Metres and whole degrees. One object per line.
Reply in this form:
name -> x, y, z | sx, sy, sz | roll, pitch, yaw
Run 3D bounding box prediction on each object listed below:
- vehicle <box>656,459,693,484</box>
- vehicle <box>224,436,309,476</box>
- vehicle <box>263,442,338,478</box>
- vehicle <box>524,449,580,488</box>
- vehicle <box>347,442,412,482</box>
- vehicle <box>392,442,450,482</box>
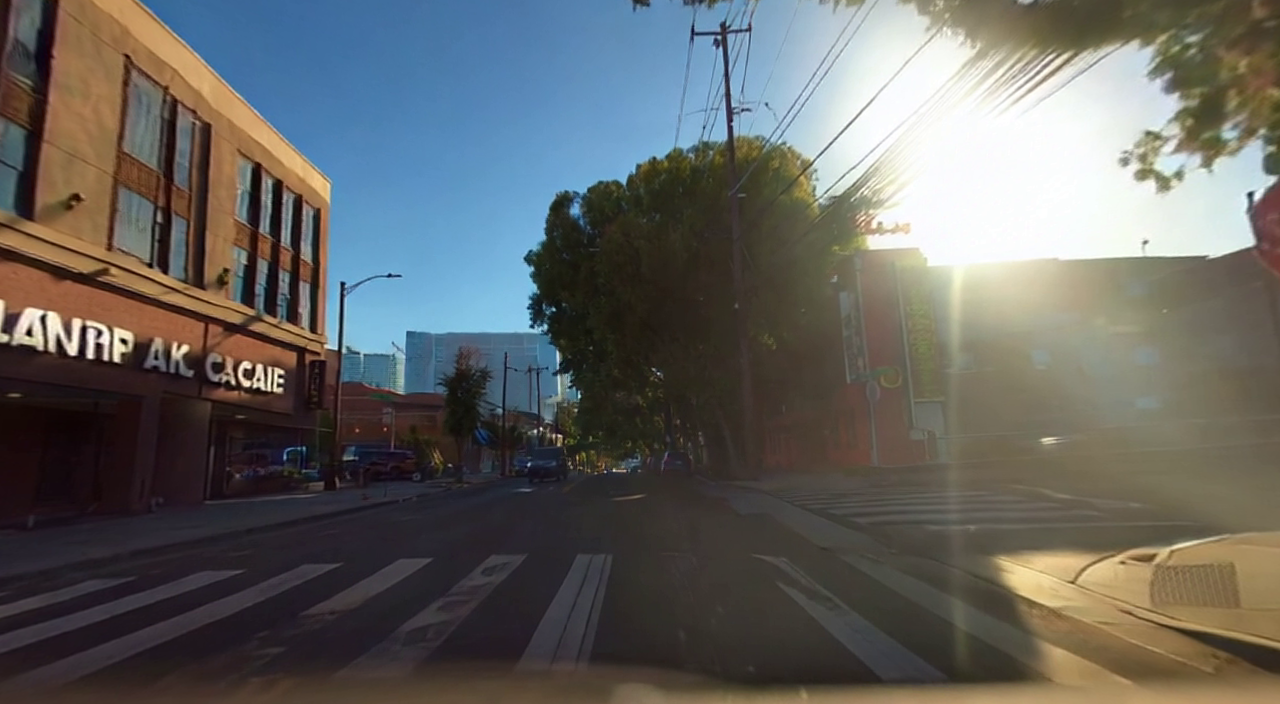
vehicle -> 2.105, 7.512, 39.814 | 1.877, 1.373, 3.854 | 0, -8, -4
vehicle -> -28.111, 7.810, 47.902 | 2.249, 2.760, 6.636 | 0, -8, 1
vehicle -> -25.441, 8.075, 47.614 | 2.288, 2.514, 5.886 | 0, -8, 0
vehicle -> -4.788, 6.397, 35.157 | 2.495, 1.966, 4.846 | 0, -8, -1
vehicle -> -19.487, 8.232, 47.624 | 2.256, 2.668, 5.979 | 0, -7, 0
vehicle -> -16.559, 8.352, 48.177 | 2.715, 2.789, 6.225 | 0, -10, -5
